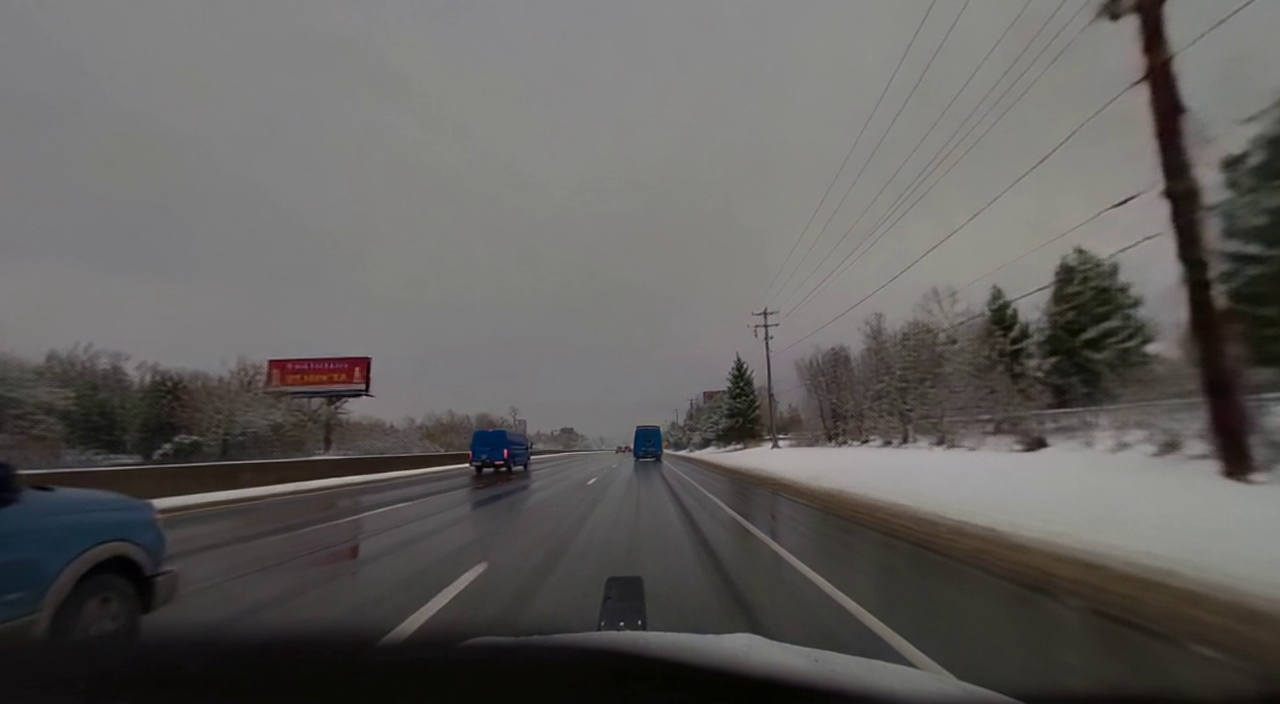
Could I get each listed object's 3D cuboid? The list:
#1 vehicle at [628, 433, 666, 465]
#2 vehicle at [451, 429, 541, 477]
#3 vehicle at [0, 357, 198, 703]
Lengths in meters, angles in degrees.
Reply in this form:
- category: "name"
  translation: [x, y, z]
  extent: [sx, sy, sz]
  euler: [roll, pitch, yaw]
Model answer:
- category: "vehicle"
  translation: [0.525, 7.331, 47.726]
  extent: [2.692, 2.279, 5.695]
  euler: [0, -8, 0]
- category: "vehicle"
  translation: [-6.862, 4.935, 30.964]
  extent: [2.695, 2.084, 6.836]
  euler: [0, -8, 1]
- category: "vehicle"
  translation: [-3.894, 0.721, 1.532]
  extent: [2.145, 1.730, 4.729]
  euler: [0, -8, 0]
